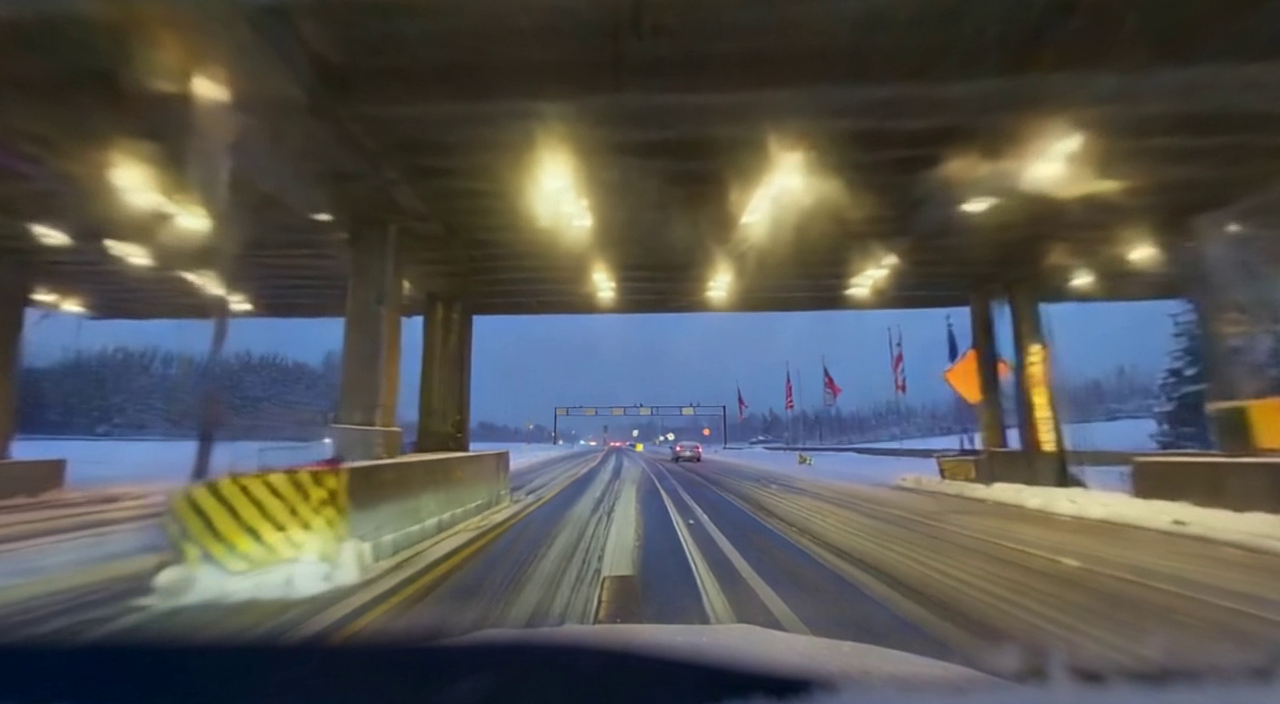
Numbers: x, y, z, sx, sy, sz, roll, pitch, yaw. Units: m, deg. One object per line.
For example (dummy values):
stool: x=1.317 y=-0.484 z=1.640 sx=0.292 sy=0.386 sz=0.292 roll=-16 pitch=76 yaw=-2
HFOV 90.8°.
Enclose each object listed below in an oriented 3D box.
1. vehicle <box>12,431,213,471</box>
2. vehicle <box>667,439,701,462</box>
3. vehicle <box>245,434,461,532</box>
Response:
vehicle: x=-20.404 y=3.841 z=24.711 sx=2.116 sy=1.402 sz=5.632 roll=-7 pitch=-11 yaw=40
vehicle: x=3.317 y=7.572 z=48.651 sx=2.072 sy=1.639 sz=4.919 roll=0 pitch=-8 yaw=-2
vehicle: x=-4.973 y=2.310 z=11.797 sx=1.981 sy=1.465 sz=4.334 roll=0 pitch=-8 yaw=0
